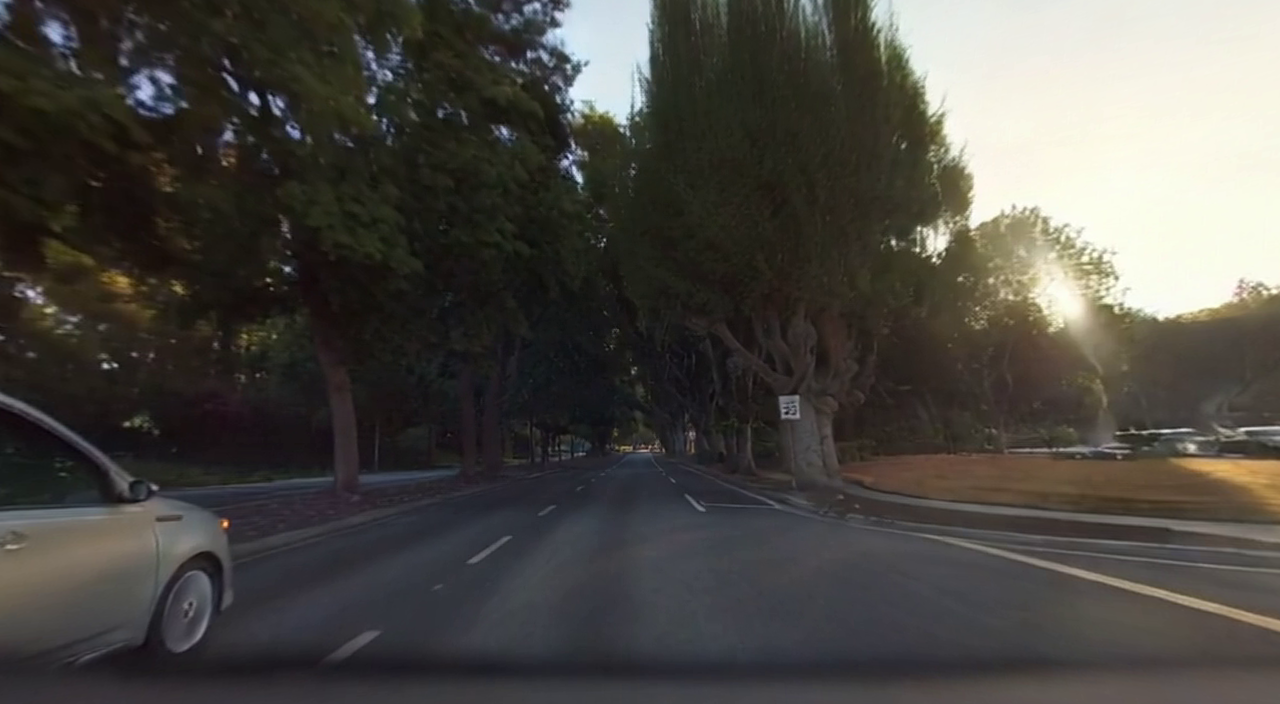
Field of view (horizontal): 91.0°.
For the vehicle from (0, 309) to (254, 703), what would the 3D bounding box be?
[{"bbox_3d":[-3.127,0.577,0.924,2.141,1.761,4.742,0,-9,-1],"label":"vehicle"}]
